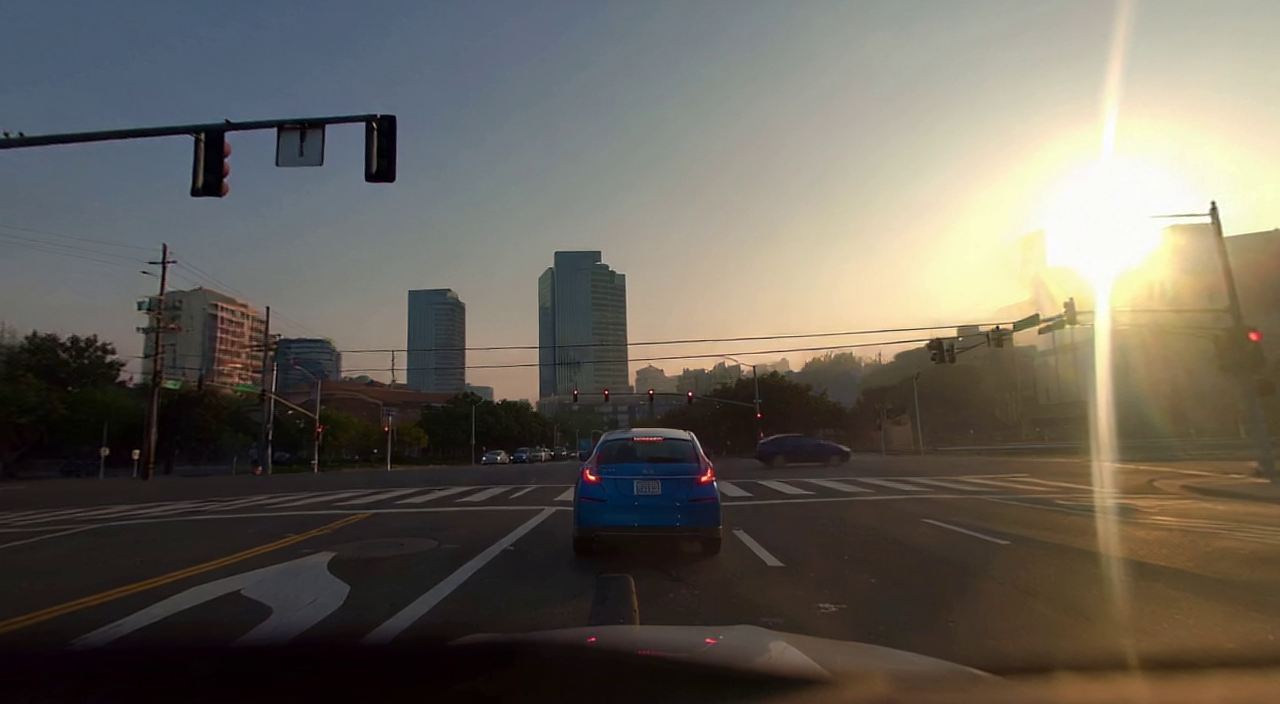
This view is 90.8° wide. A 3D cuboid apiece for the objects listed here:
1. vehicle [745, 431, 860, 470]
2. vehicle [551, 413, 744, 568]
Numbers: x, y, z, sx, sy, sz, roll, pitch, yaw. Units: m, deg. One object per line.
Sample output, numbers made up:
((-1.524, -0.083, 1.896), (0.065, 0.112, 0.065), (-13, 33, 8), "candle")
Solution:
((8.117, 4.967, 31.964), (5.247, 1.889, 2.050), (0, -9, 1), "vehicle")
((0.039, 1.757, 8.711), (2.027, 1.626, 3.942), (0, -8, -1), "vehicle")
